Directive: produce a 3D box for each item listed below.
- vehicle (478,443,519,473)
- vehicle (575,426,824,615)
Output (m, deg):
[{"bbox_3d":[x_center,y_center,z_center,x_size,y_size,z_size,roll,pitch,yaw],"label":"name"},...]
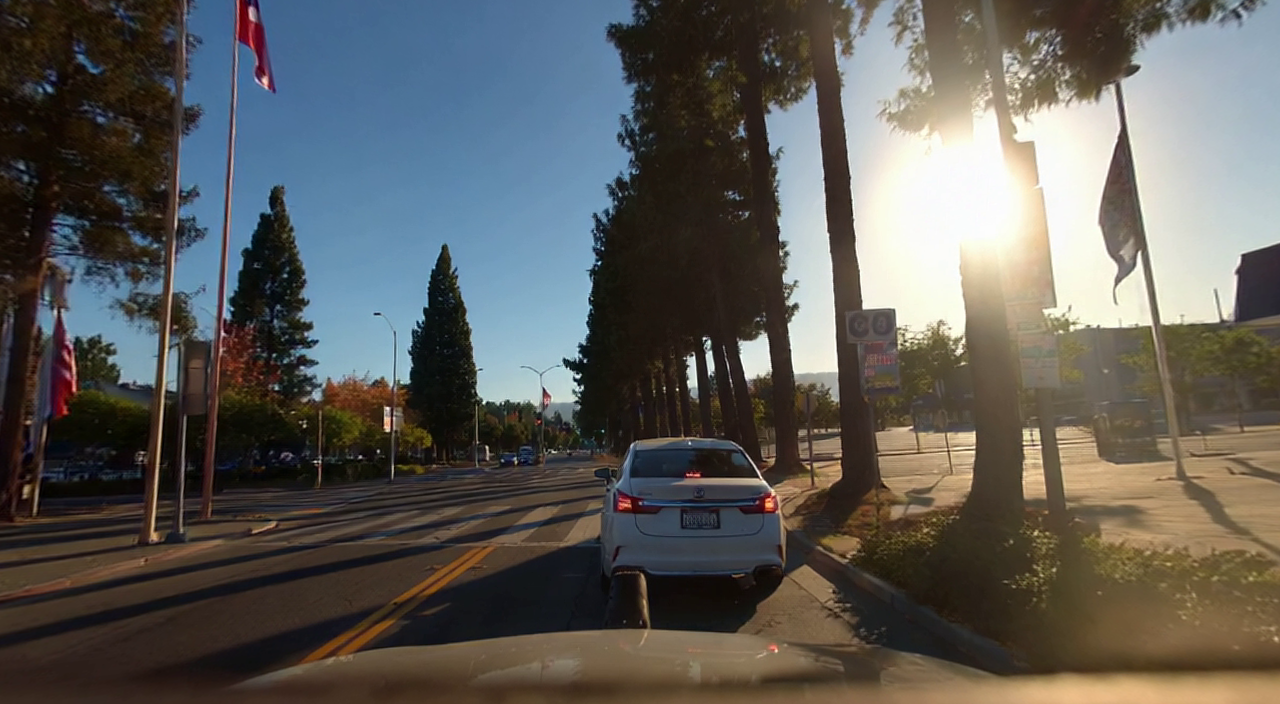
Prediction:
[{"bbox_3d":[-9.992,7.495,44.750,2.212,1.948,4.537,0,-9,-5],"label":"vehicle"},{"bbox_3d":[0.385,1.618,6.900,1.985,1.463,3.647,0,-9,-3],"label":"vehicle"}]
